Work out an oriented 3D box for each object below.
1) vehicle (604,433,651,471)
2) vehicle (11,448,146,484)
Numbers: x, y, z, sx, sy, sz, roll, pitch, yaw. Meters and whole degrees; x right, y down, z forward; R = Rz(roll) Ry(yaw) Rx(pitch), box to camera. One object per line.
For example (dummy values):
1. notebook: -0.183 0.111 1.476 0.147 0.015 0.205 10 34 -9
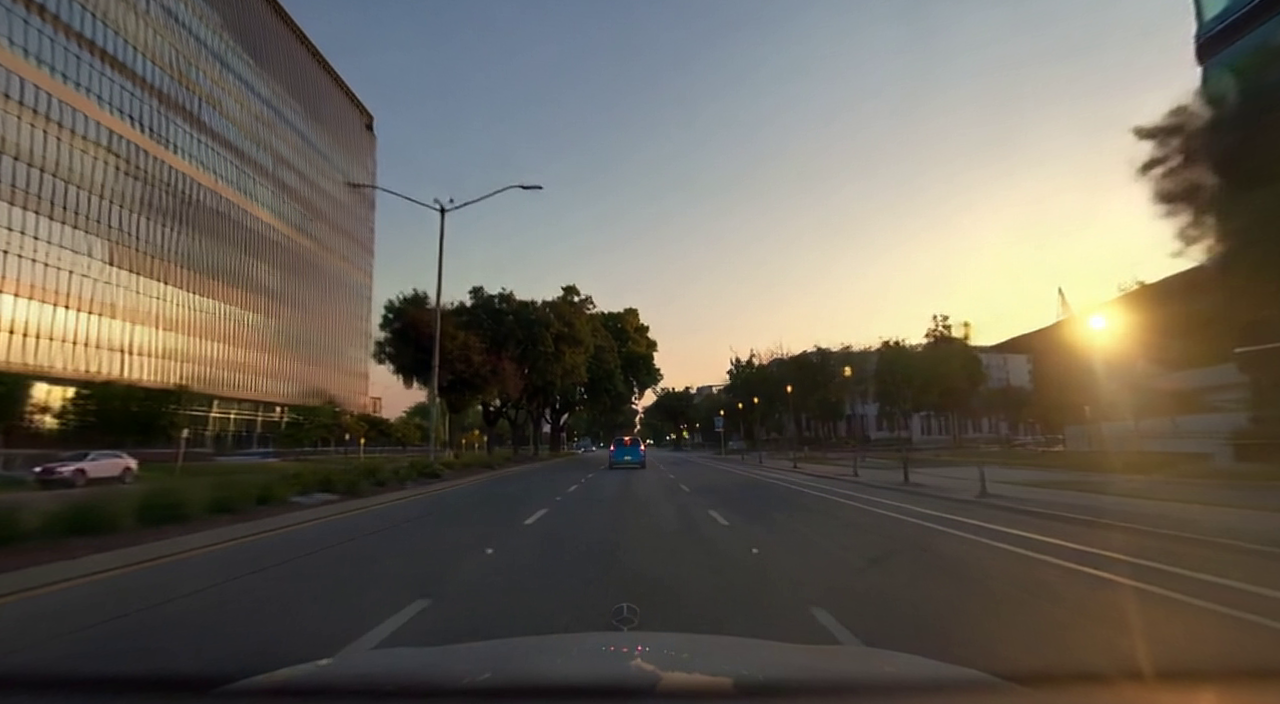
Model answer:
1. vehicle: -0.624 5.254 33.356 2.313 1.860 4.319 0 -8 -1
2. vehicle: -29.692 6.001 33.629 4.813 1.783 1.983 3 -9 -20
